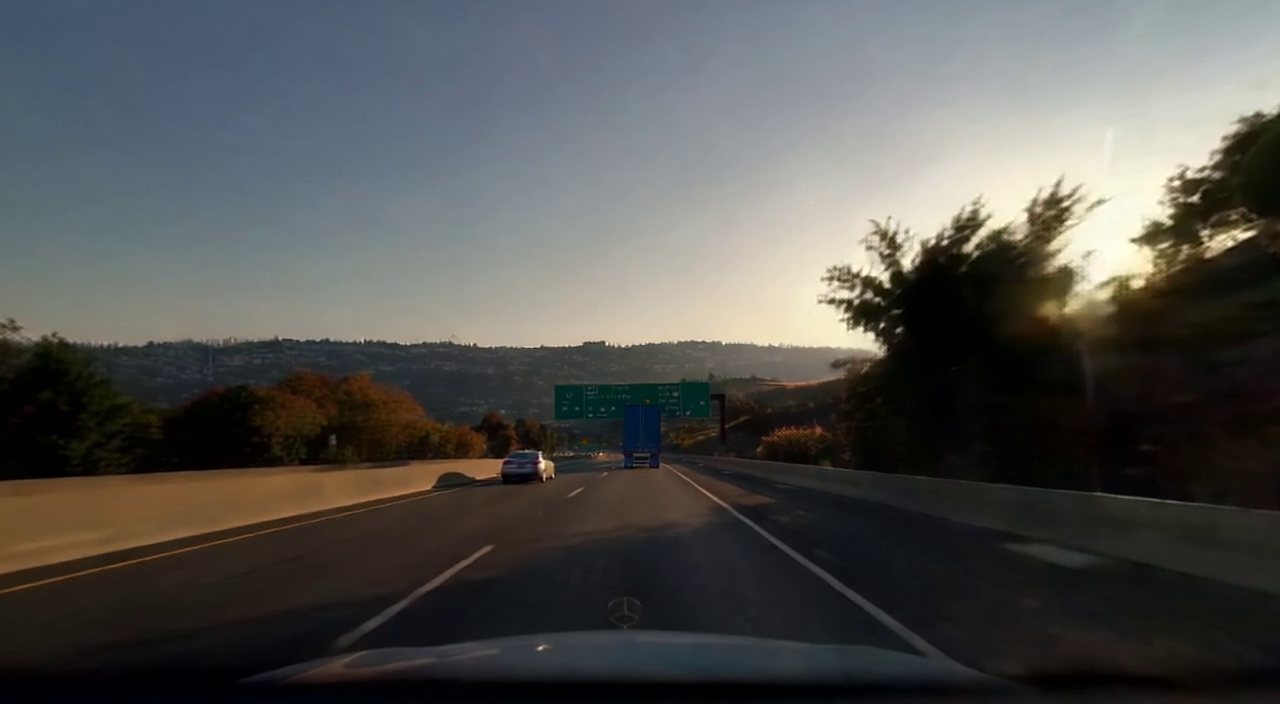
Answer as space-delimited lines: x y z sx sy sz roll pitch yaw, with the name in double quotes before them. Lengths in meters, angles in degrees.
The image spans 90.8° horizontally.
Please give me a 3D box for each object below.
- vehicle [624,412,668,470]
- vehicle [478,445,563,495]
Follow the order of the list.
"vehicle" 0.266 6.560 46.099 2.864 3.805 9.500 0 -9 -1
"vehicle" -4.029 4.052 22.062 2.053 1.523 4.450 0 -9 0
